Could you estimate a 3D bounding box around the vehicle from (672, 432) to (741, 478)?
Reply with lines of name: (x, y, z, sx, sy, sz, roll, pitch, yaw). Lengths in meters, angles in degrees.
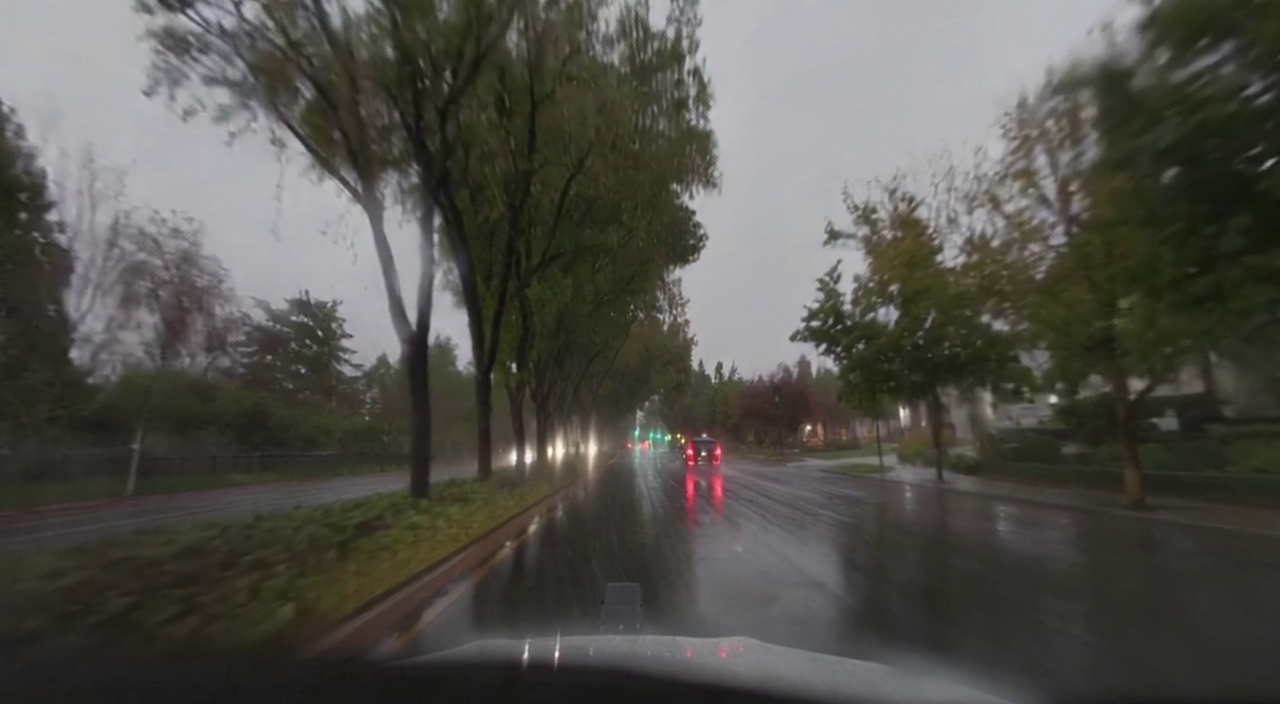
vehicle: (2.657, 4.298, 26.543, 2.240, 1.740, 4.605, 0, -8, -2)
